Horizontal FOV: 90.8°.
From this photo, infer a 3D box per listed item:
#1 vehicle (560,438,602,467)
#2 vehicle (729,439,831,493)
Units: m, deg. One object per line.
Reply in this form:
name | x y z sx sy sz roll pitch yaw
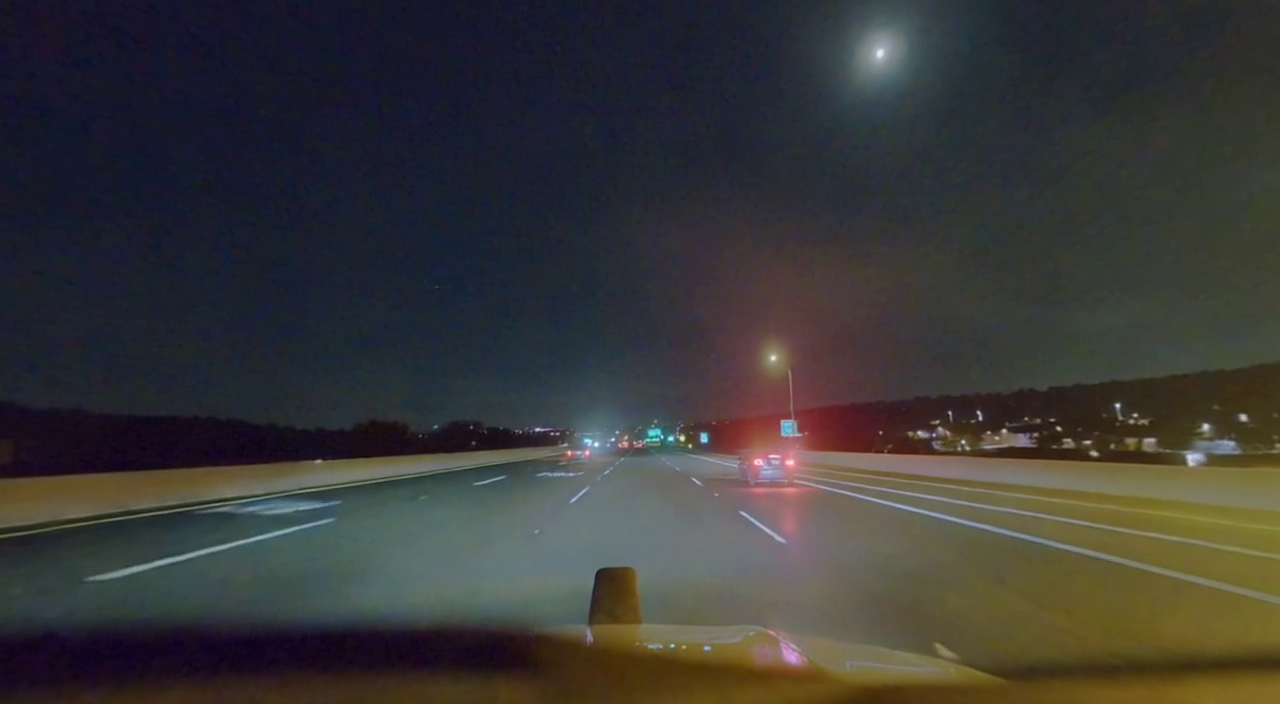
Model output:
vehicle | -3.477 6.063 38.282 2.048 1.618 4.424 0 -9 1
vehicle | 4.150 3.468 19.556 2.060 1.485 4.274 0 -9 -1
